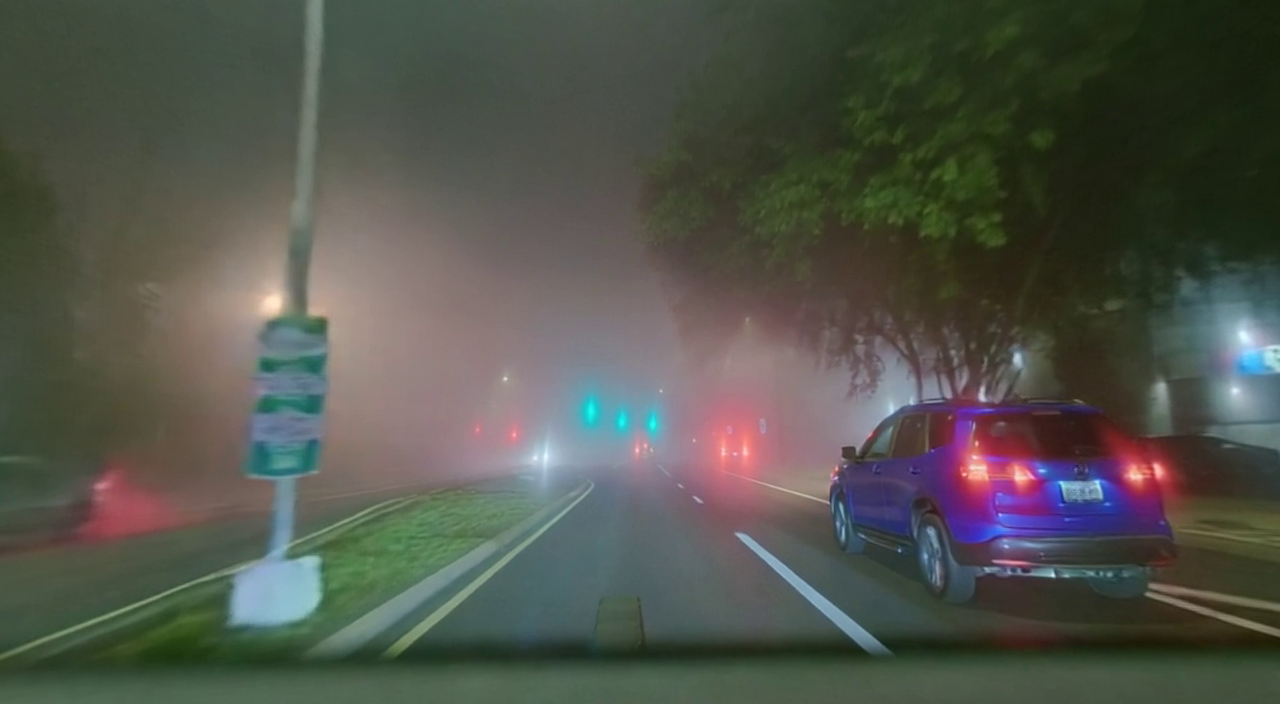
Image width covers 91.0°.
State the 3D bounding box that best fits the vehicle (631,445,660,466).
[{"bbox_3d":[0.422,7.949,48.437,2.131,1.474,4.146,0,-9,1],"label":"vehicle"}]

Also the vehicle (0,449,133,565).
[{"bbox_3d":[-9.233,2.010,8.166,1.932,1.483,4.246,1,-9,-4],"label":"vehicle"}]

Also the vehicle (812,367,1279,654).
[{"bbox_3d":[3.381,1.351,6.354,2.033,1.865,4.360,0,-9,0],"label":"vehicle"}]

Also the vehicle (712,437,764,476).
[{"bbox_3d":[4.912,5.351,32.382,2.085,1.828,5.383,0,-9,3],"label":"vehicle"}]
